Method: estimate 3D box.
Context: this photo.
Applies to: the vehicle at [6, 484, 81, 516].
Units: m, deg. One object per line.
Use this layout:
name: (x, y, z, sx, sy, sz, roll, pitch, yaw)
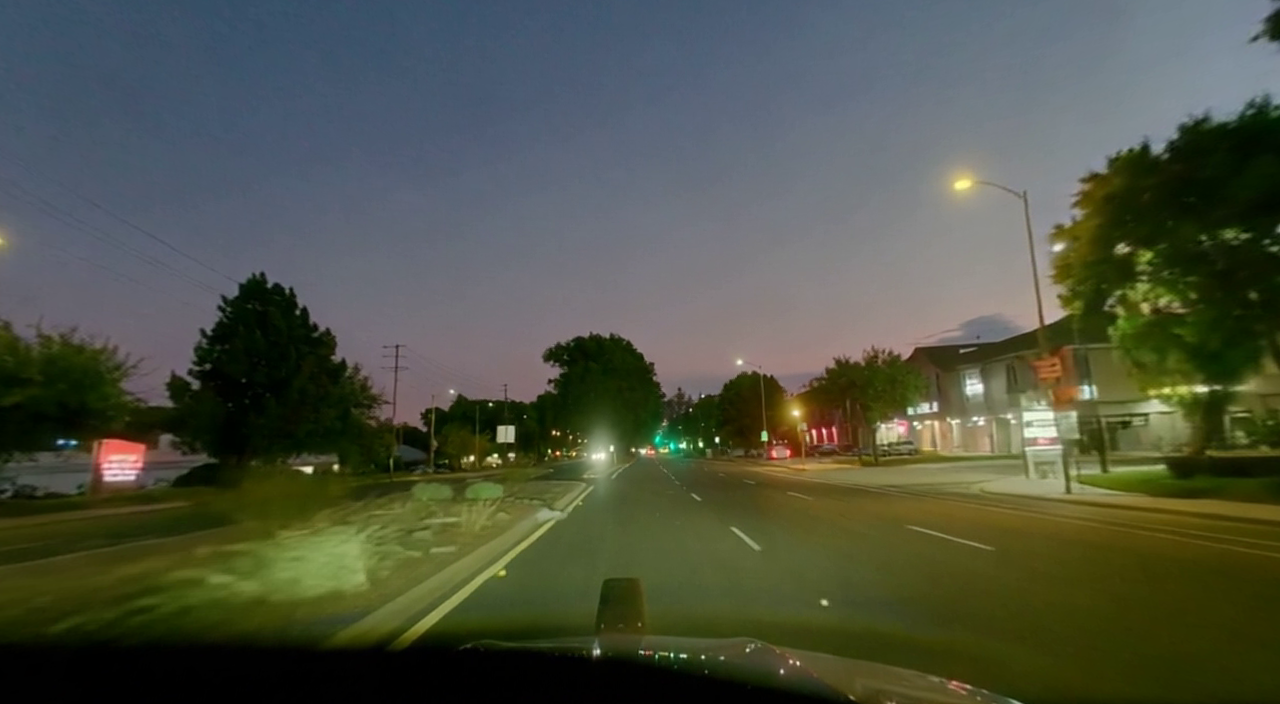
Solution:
vehicle: (-40.711, 10.104, 43.083, 3.731, 1.455, 1.697, -10, -10, 5)
